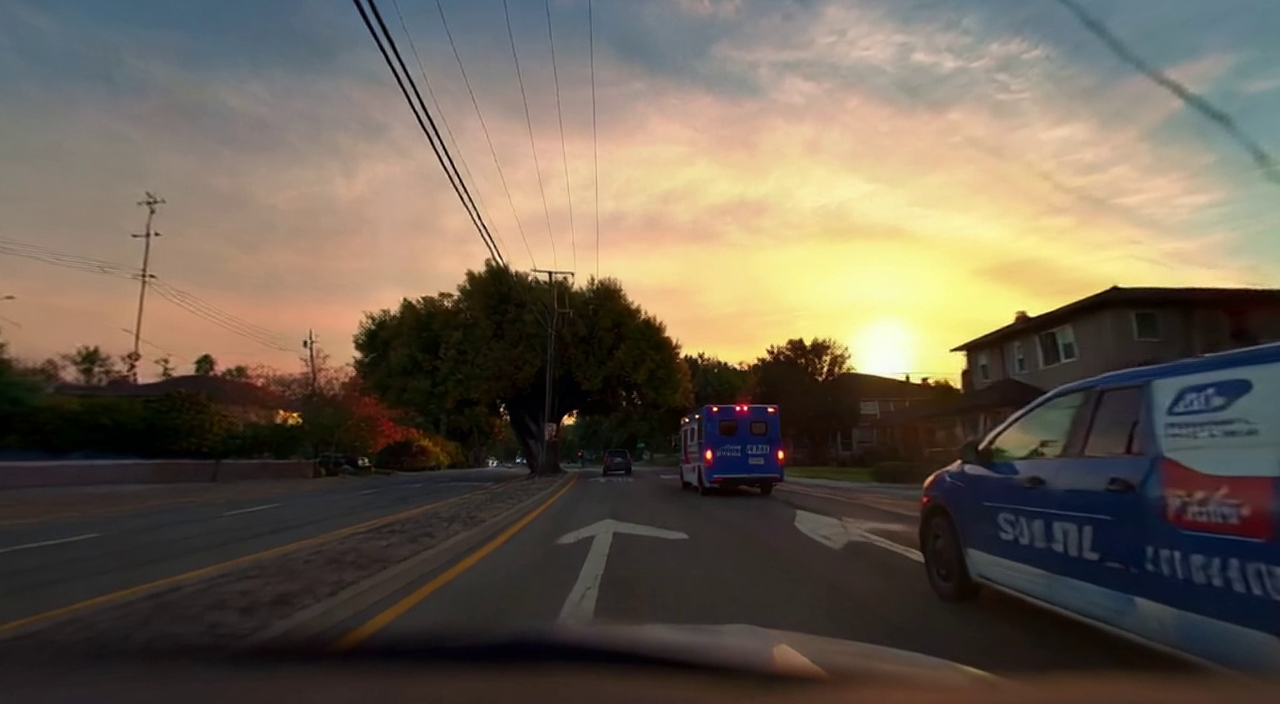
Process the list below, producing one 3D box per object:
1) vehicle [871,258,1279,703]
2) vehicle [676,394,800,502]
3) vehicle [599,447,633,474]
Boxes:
[{"bbox_3d":[3.182,0.769,2.918,2.194,1.922,4.822,-1,-9,-2],"label":"vehicle"},{"bbox_3d":[2.652,2.865,18.929,2.406,2.687,5.521,-1,-9,-4],"label":"vehicle"},{"bbox_3d":[-1.726,7.530,44.017,2.114,1.707,3.725,0,-9,-5],"label":"vehicle"}]
